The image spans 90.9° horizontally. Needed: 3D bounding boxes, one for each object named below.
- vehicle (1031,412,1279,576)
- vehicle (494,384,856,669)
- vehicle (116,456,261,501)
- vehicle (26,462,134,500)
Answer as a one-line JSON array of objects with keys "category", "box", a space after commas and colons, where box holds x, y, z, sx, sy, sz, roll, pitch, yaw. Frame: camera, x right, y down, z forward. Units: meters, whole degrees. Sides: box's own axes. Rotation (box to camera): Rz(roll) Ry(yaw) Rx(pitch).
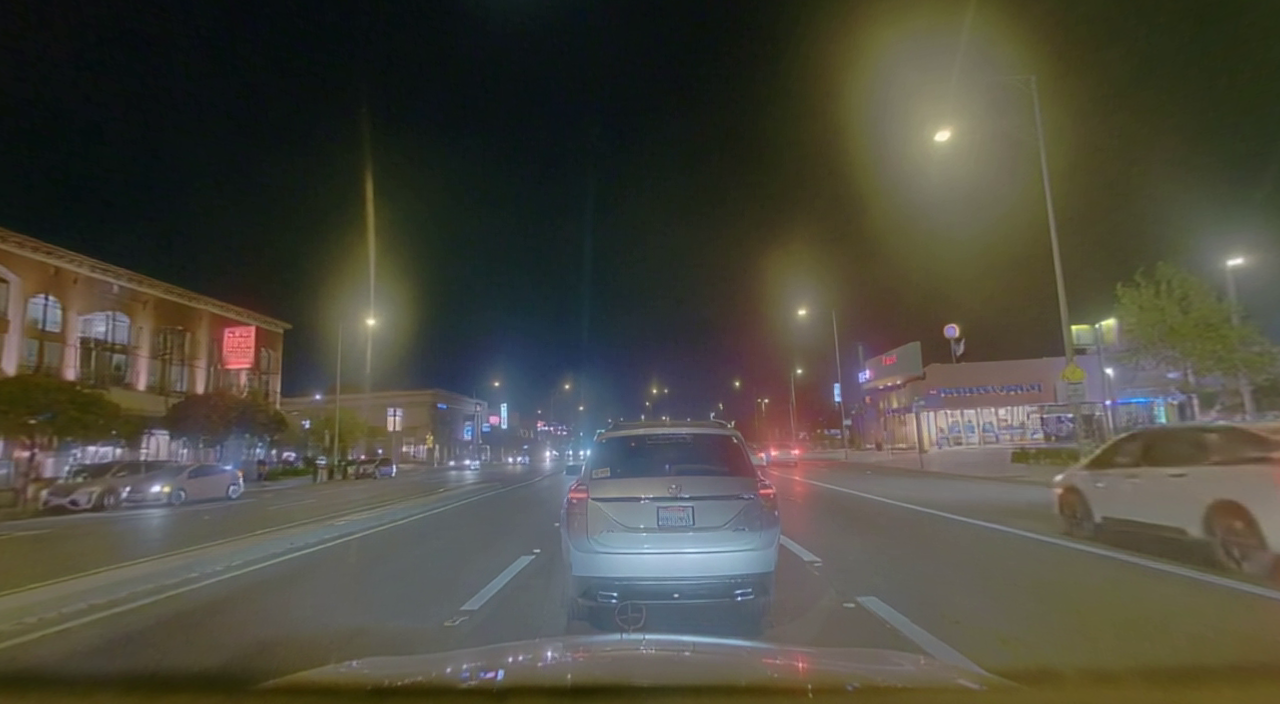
[{"category": "vehicle", "box": [6.899, 1.548, 7.435, 1.900, 1.507, 4.151, 0, -8, 0]}, {"category": "vehicle", "box": [0.205, 1.312, 5.737, 2.125, 1.669, 3.880, 0, -8, 0]}, {"category": "vehicle", "box": [-19.373, 5.386, 27.244, 1.981, 1.659, 4.608, -7, -10, 37]}, {"category": "vehicle", "box": [-28.649, 6.619, 32.443, 2.018, 1.716, 4.042, -1, -10, -5]}]
